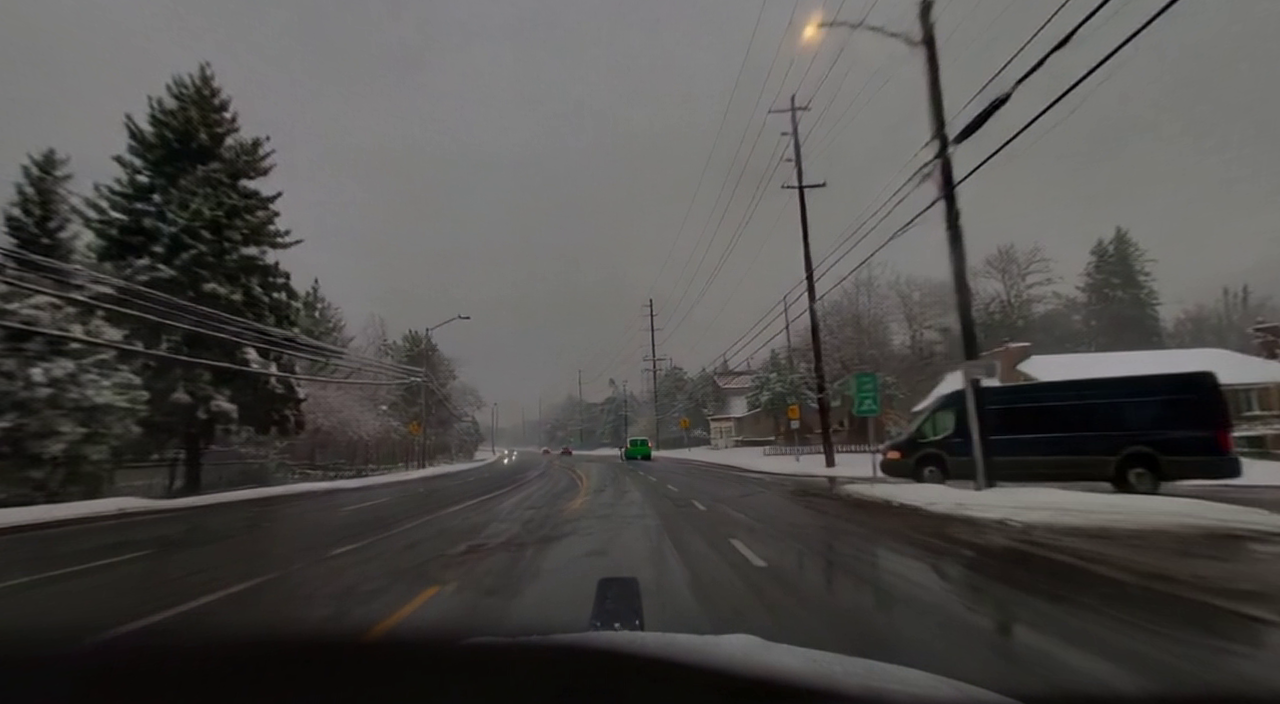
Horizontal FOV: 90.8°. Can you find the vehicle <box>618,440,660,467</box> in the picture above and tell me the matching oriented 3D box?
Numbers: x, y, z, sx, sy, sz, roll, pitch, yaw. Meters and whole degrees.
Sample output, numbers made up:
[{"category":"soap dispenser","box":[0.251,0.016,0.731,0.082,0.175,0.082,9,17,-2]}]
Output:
[{"category":"vehicle","box":[-0.143,6.141,38.429,2.015,1.467,4.117,0,-8,-8]}]

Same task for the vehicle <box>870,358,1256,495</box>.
[{"category":"vehicle","box":[10.775,2.148,17.209,7.877,3.013,2.916,-6,-10,31]}]
